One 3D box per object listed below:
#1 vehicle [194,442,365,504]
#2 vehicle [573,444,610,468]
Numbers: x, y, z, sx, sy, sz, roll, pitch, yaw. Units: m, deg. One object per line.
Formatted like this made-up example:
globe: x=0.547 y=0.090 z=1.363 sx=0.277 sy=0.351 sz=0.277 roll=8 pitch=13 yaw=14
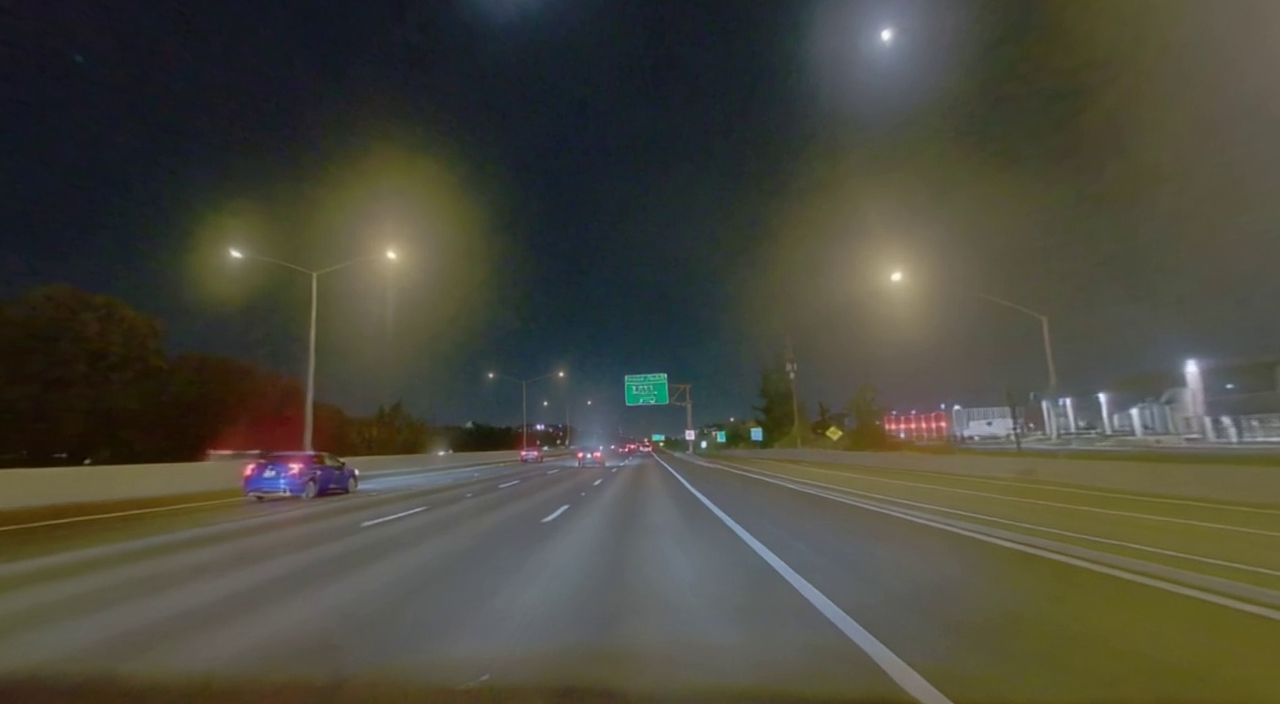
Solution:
vehicle: x=-10.069 y=3.386 z=18.212 sx=2.002 sy=1.526 sz=4.822 roll=0 pitch=-8 yaw=1
vehicle: x=-3.107 y=6.835 z=41.608 sx=2.050 sy=1.479 sz=4.342 roll=0 pitch=-8 yaw=1
